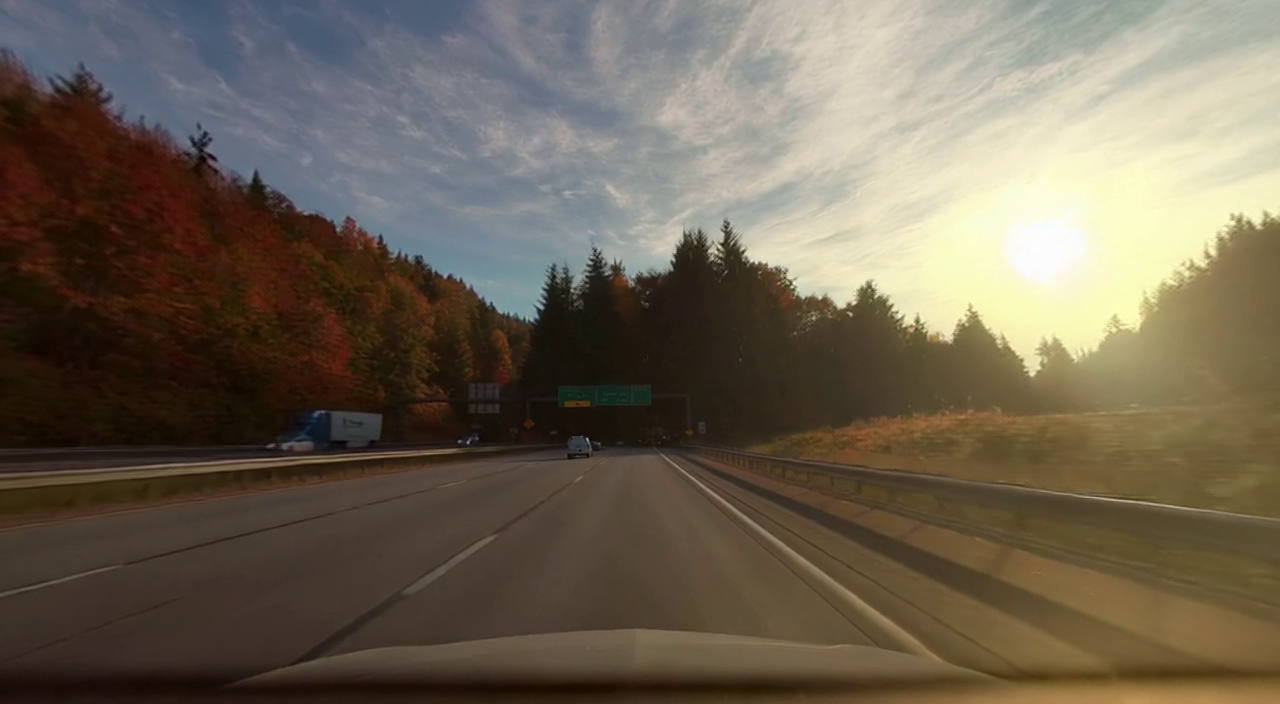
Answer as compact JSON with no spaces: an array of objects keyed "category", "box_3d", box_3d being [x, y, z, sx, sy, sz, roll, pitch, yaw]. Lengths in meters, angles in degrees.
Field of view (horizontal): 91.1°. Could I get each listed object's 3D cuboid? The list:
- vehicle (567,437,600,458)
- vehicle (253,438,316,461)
[{"category":"vehicle","box_3d":[-4.264,7.247,47.778,2.004,1.497,4.260,0,-8,1]},{"category":"vehicle","box_3d":[-24.374,6.679,43.245,1.843,1.502,4.124,0,-8,1]}]
